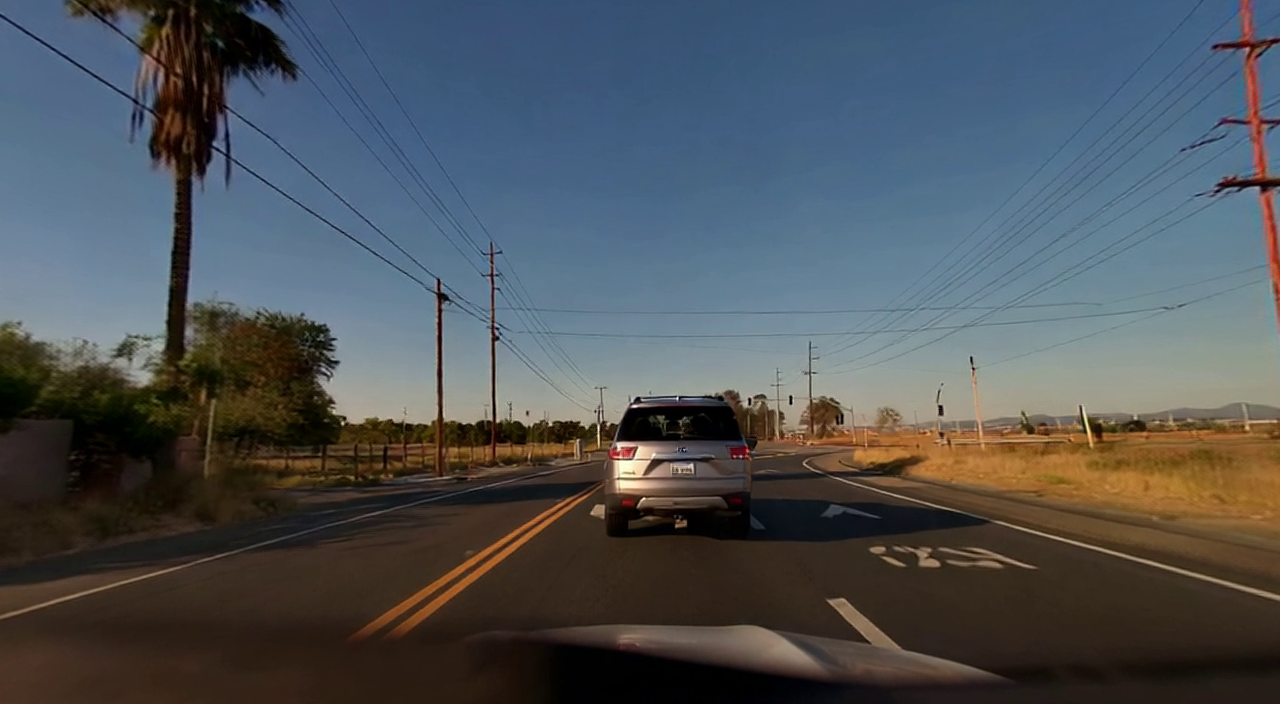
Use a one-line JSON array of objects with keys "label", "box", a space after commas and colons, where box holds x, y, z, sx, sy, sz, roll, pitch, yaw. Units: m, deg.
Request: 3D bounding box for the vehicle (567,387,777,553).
[{"label": "vehicle", "box": [0.322, 1.650, 9.462, 2.364, 1.859, 4.538, 0, -8, -1]}]
